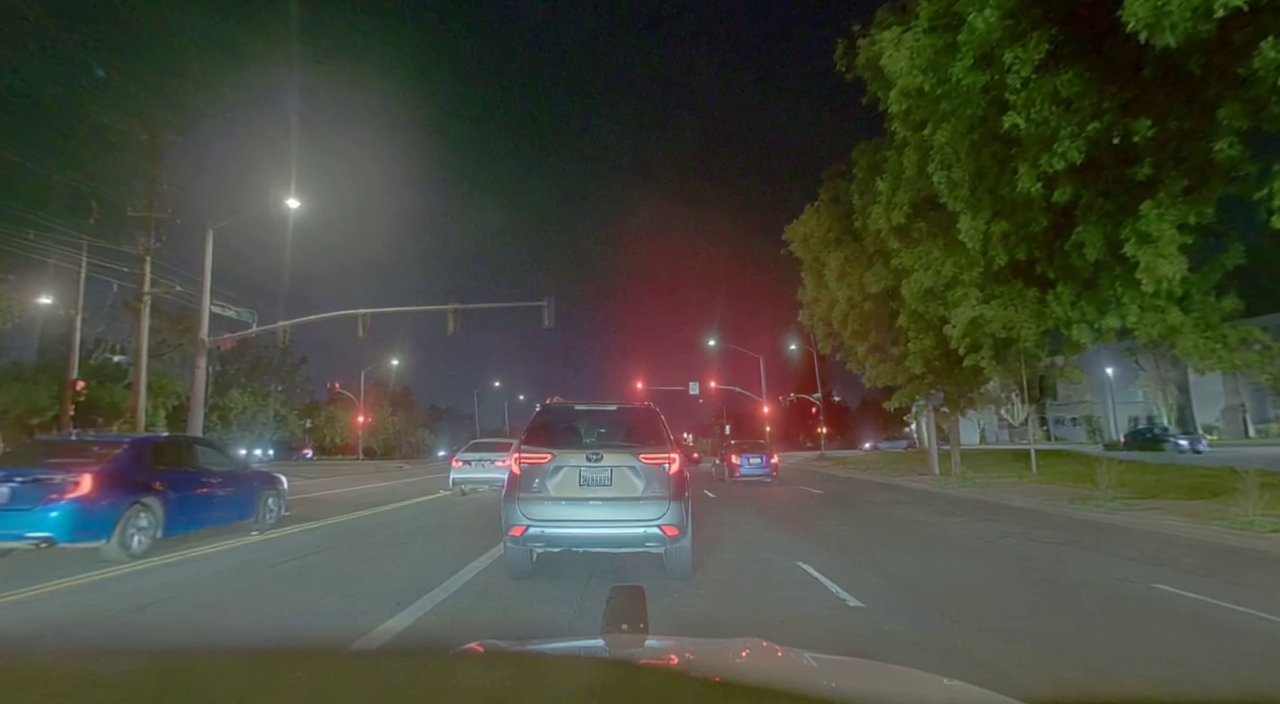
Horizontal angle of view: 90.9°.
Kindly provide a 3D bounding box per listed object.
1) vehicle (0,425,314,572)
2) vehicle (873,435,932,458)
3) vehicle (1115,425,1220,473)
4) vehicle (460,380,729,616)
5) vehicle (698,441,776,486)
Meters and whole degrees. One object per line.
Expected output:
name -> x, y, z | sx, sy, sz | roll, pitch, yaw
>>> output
vehicle -> -6.996, 1.856, 8.934 | 2.060, 1.473, 4.950 | 0, -8, 0
vehicle -> 20.004, 7.199, 47.930 | 4.361, 1.653, 2.034 | 6, -10, -35
vehicle -> 19.246, 3.512, 22.938 | 4.215, 1.578, 1.892 | 7, -11, -37
vehicle -> -0.342, 1.440, 7.094 | 2.064, 1.817, 4.298 | 0, -8, 0
vehicle -> 3.314, 3.904, 22.386 | 2.104, 1.441, 4.240 | 0, -8, 1
